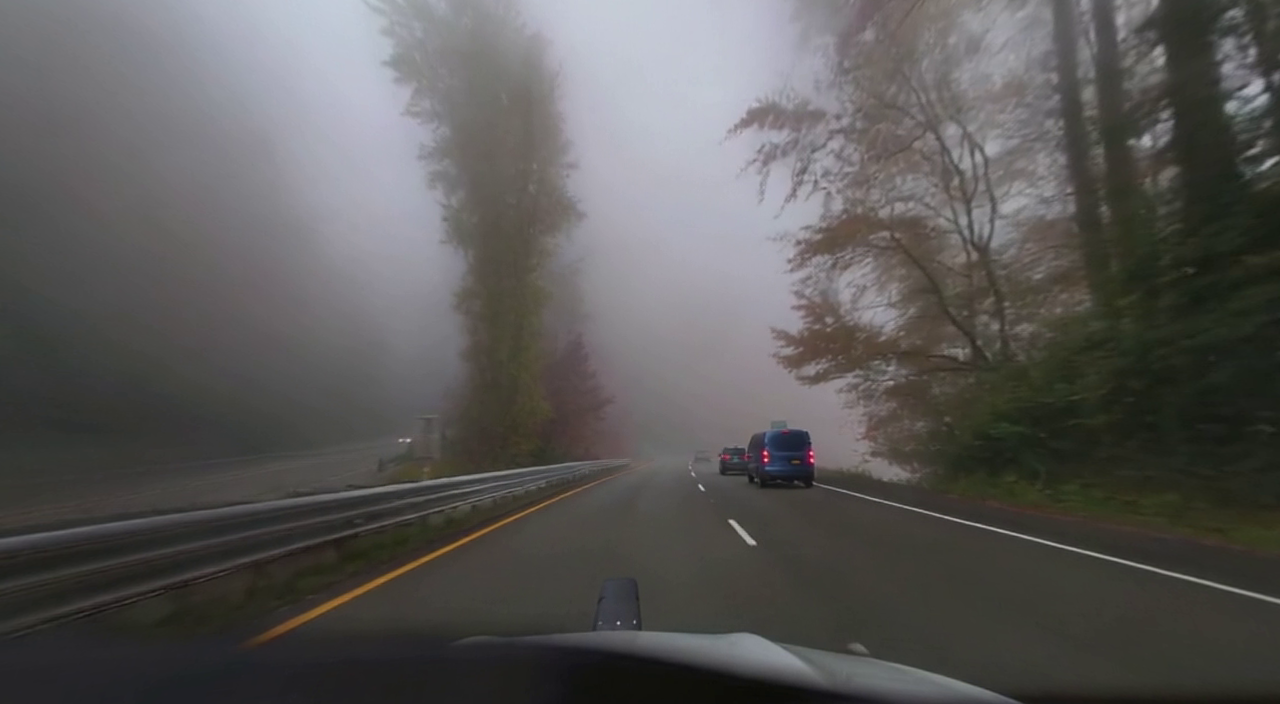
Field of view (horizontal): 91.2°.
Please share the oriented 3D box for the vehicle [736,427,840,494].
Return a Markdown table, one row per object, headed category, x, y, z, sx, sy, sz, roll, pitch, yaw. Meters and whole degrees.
| category | x | y | z | sx | sy | sz | roll | pitch | yaw |
| --- | --- | --- | --- | --- | --- | --- | --- | --- | --- |
| vehicle | 4.667 | 3.526 | 20.670 | 2.205 | 1.923 | 4.956 | 0 | -9 | 0 |
